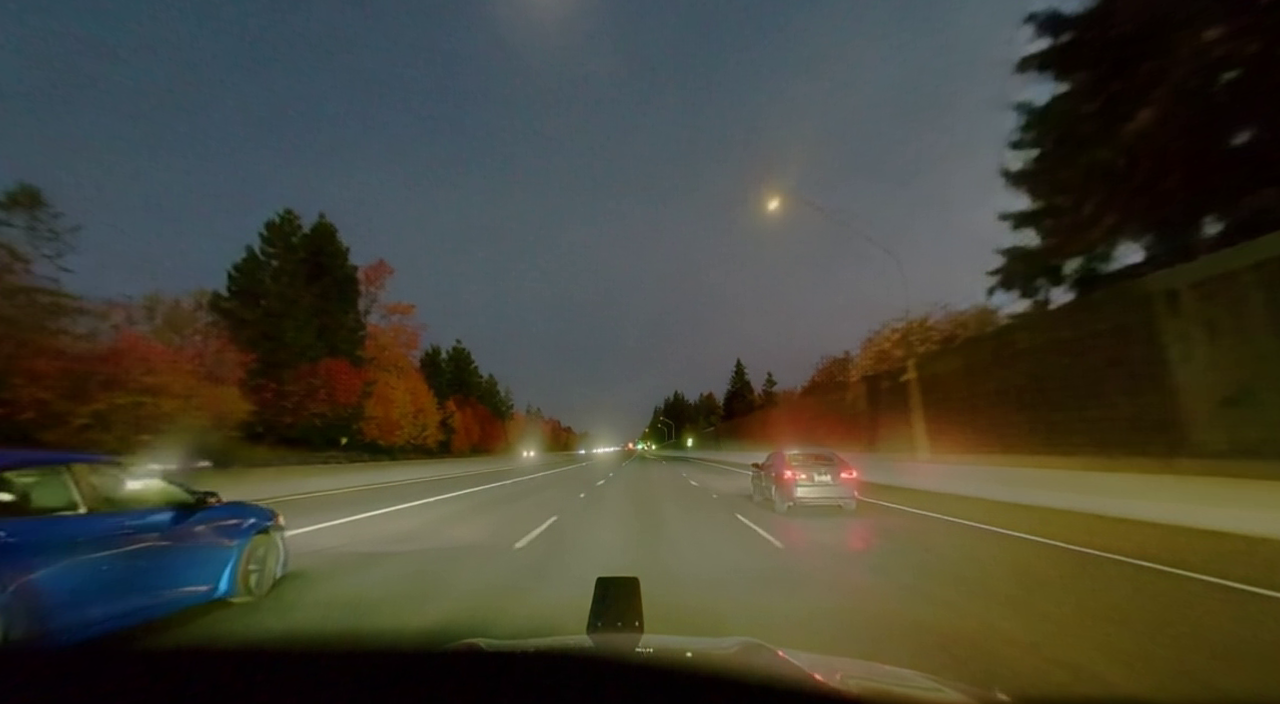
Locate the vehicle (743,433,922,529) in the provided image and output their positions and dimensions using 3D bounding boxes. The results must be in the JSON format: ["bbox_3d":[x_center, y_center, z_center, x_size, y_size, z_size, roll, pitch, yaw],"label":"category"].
[{"bbox_3d":[3.600,2.517,12.911,2.146,1.573,4.661,0,-9,-1],"label":"vehicle"}]

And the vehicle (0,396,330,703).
[{"bbox_3d":[-3.944,1.103,3.664,2.010,1.550,4.376,0,-9,0],"label":"vehicle"}]
